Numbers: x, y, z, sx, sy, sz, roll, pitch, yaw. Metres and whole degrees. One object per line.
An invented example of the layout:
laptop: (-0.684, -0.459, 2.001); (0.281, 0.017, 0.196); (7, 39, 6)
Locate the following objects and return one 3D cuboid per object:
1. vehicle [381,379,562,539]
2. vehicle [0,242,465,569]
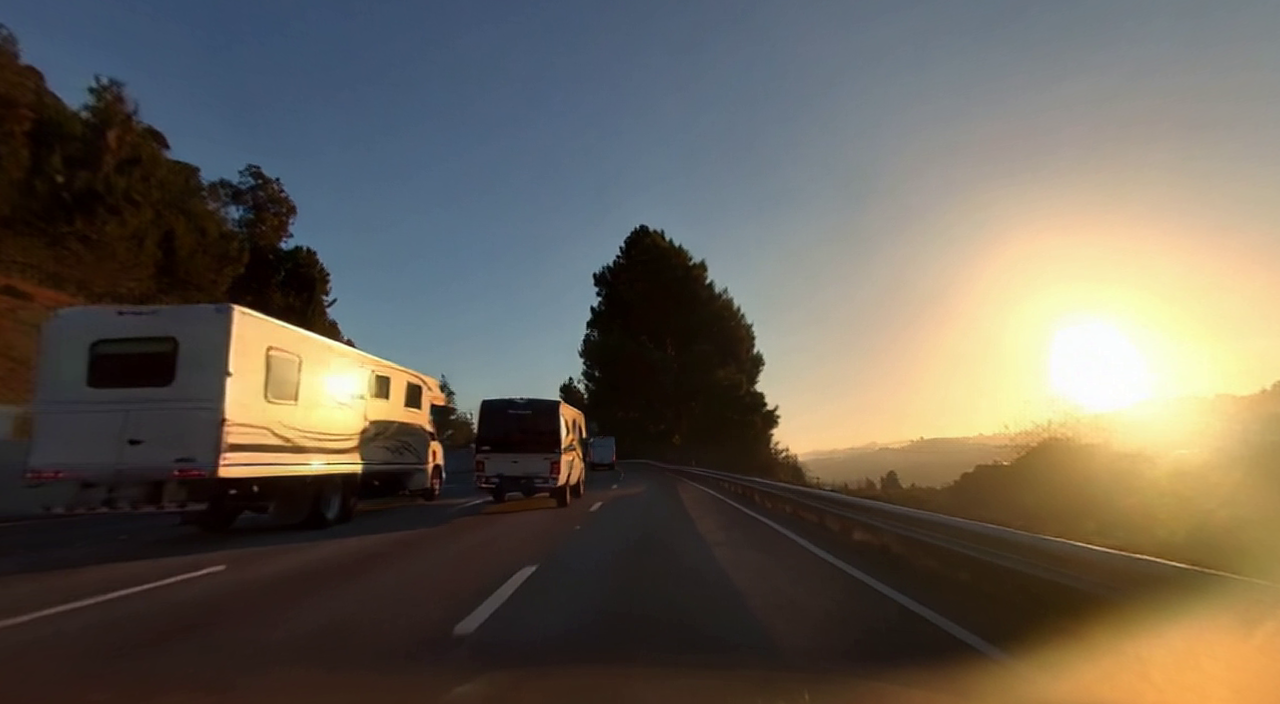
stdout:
vehicle: (-2.974, 2.025, 12.206); (2.331, 2.583, 3.743); (-1, -9, 2)
vehicle: (-7.631, 1.687, 14.885); (2.929, 4.010, 14.446); (0, -9, 0)
